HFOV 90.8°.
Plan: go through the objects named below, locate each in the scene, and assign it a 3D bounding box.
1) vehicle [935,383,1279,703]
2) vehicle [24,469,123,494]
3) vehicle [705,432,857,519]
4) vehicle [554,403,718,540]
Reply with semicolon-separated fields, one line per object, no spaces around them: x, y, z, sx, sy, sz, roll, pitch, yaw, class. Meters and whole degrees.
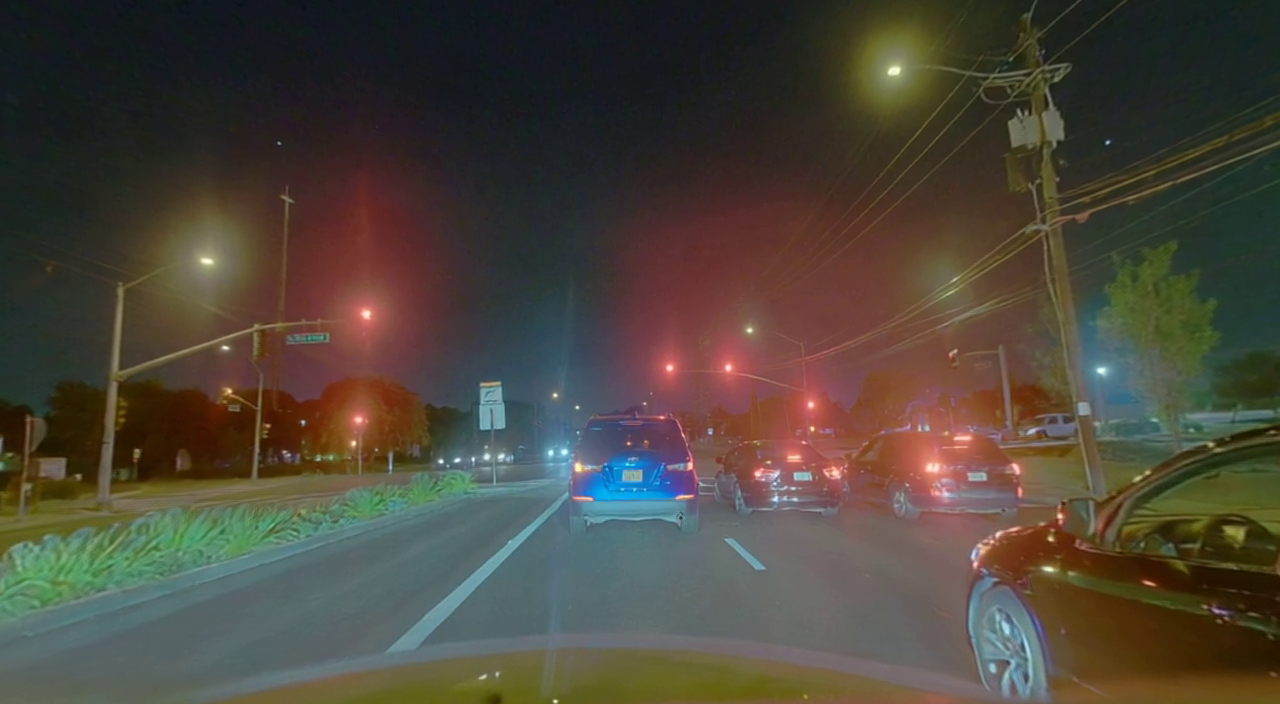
2.744;0.783;1.481;2.004;1.460;4.297;0;-9;0;vehicle
-38.244;8.735;42.739;4.569;1.505;1.992;1;-9;-5;vehicle
2.684;2.467;13.171;2.025;1.477;4.333;0;-9;-2;vehicle
-0.103;1.994;11.132;2.236;1.856;4.816;0;-9;-1;vehicle
